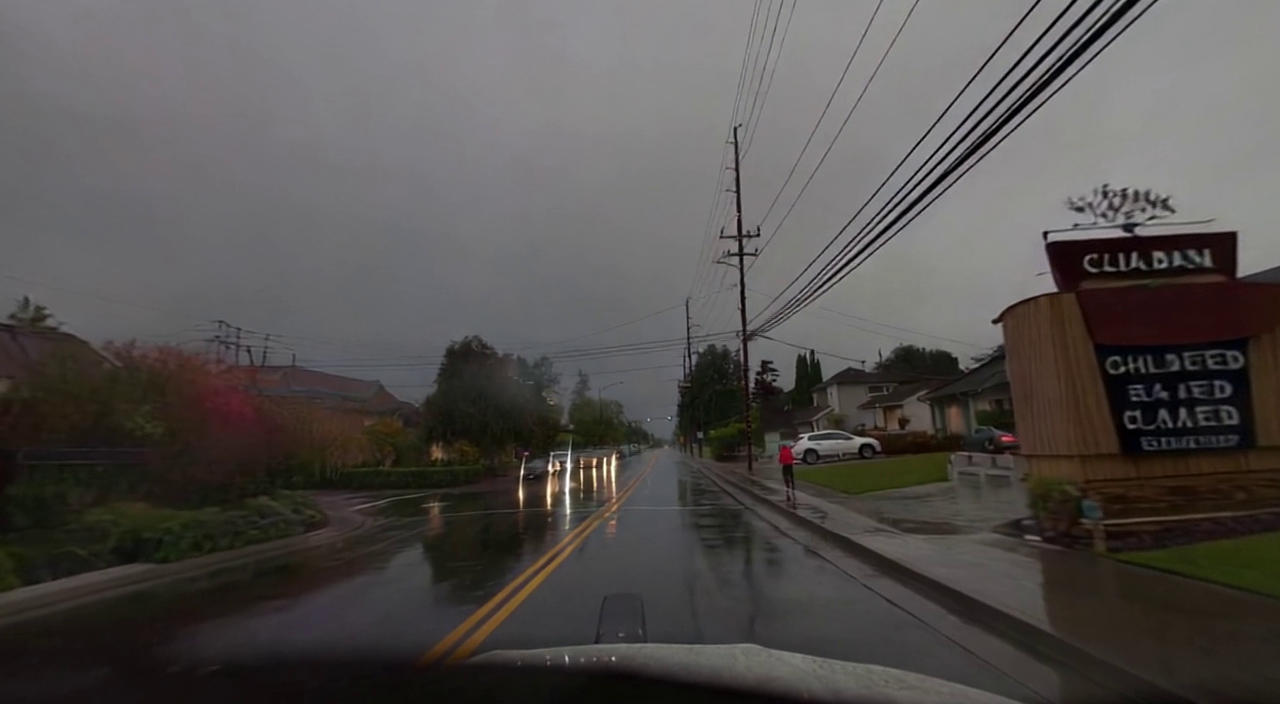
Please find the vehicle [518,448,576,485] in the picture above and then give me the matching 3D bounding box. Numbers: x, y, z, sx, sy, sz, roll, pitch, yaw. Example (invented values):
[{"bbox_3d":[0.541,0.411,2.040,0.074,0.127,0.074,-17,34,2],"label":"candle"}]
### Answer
[{"bbox_3d":[-4.812,5.970,33.380,2.203,1.787,4.704,-1,-8,2],"label":"vehicle"}]
